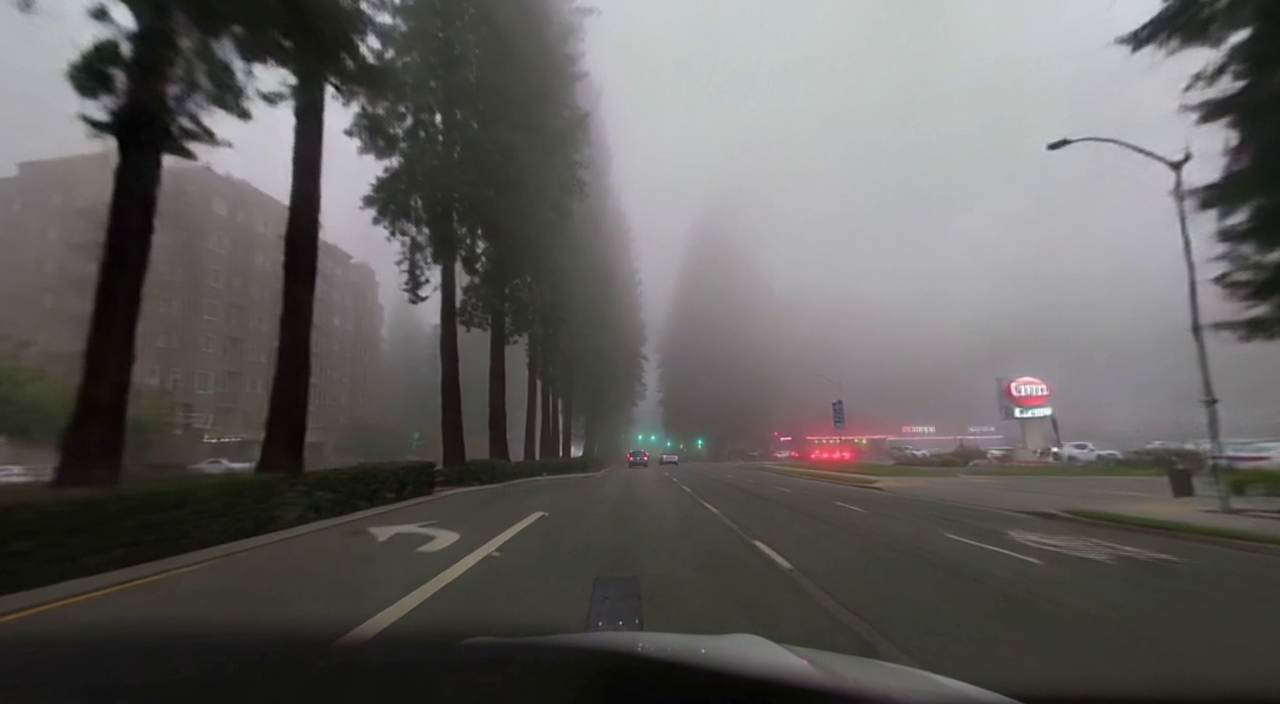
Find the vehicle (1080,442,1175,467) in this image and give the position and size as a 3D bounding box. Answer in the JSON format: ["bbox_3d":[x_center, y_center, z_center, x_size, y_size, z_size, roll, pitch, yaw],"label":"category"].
[{"bbox_3d":[34.639,7.291,45.014,2.054,1.684,4.845,7,-10,-33],"label":"vehicle"}]

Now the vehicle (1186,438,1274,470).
[{"bbox_3d":[31.648,5.491,34.096,2.133,1.584,4.842,-5,-10,27],"label":"vehicle"}]
